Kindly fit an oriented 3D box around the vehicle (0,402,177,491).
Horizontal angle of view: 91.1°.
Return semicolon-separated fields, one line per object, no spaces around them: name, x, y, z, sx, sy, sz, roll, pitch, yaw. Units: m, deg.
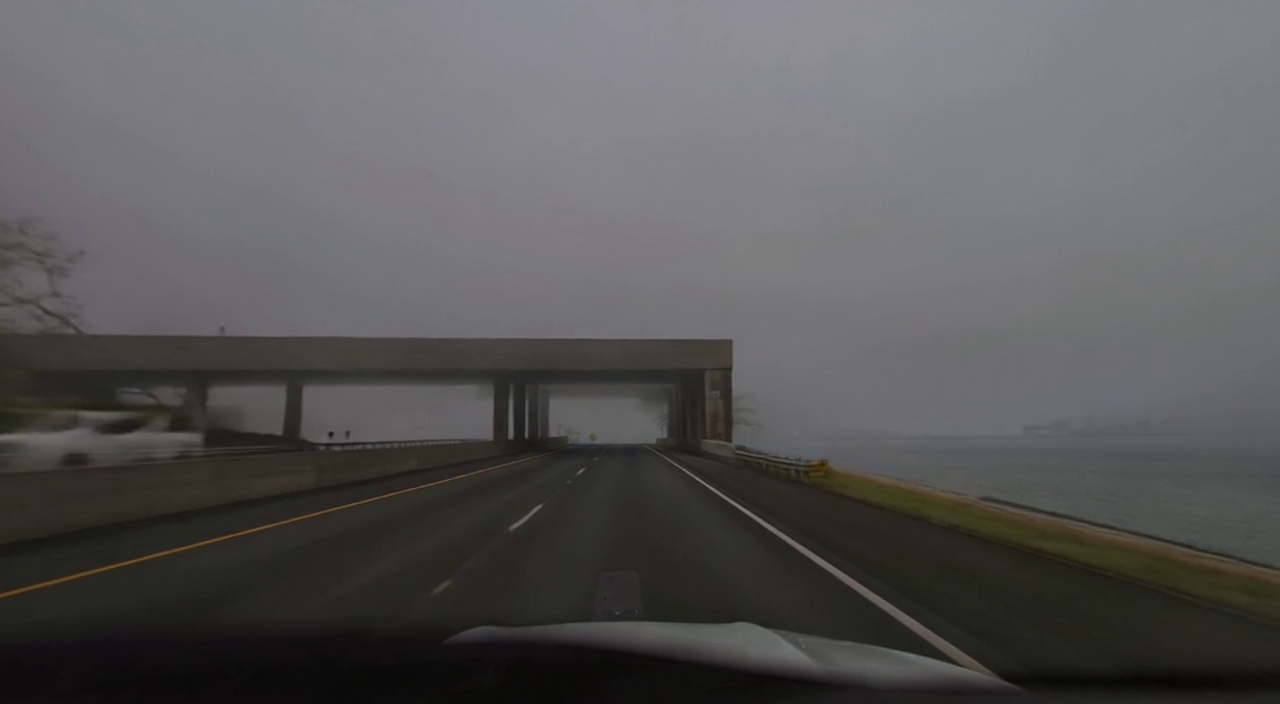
vehicle;-13.788;2.224;15.088;1.990;1.808;4.311;0;-8;0
